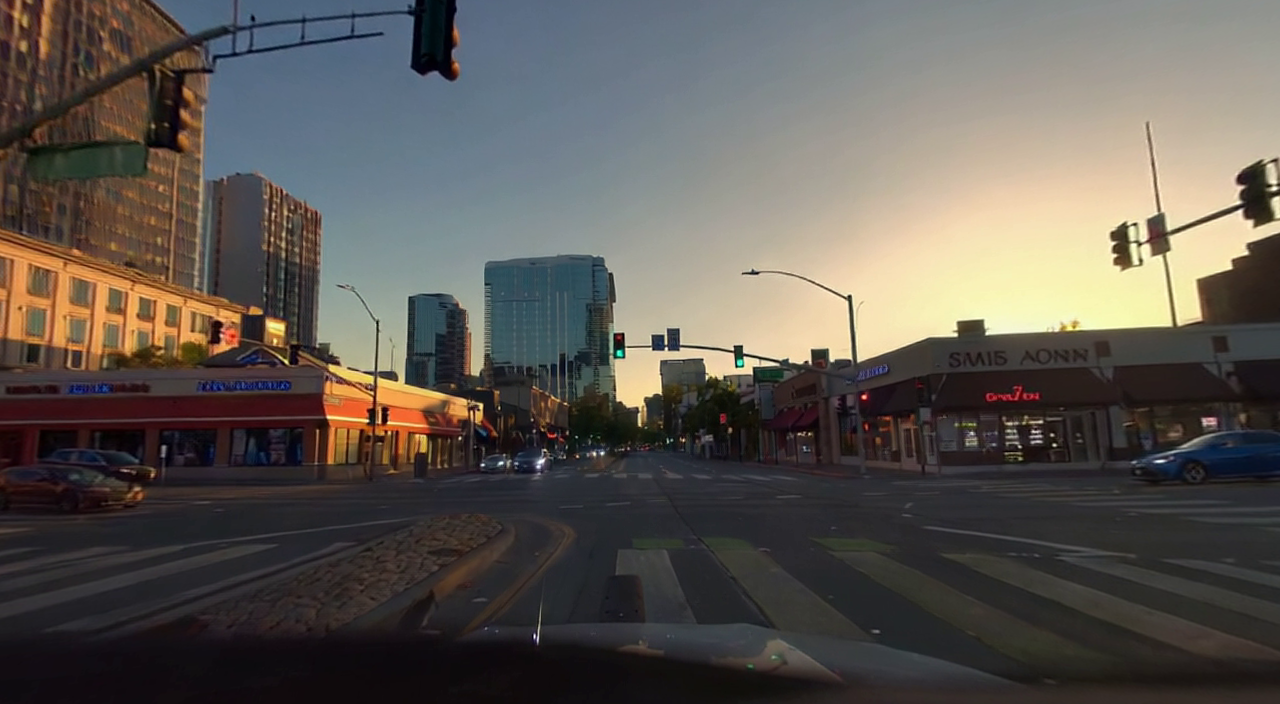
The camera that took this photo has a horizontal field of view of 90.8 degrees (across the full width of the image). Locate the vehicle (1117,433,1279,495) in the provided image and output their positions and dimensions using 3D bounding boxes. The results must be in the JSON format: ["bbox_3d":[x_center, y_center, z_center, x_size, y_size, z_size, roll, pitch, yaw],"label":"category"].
[{"bbox_3d":[15.434,2.843,16.197,4.651,1.463,1.880,-2,-9,8],"label":"vehicle"}]

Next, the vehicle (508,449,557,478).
[{"bbox_3d":[-6.754,7.055,40.180,2.181,1.703,4.512,-1,-9,2],"label":"vehicle"}]

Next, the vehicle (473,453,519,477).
[{"bbox_3d":[-9.820,7.734,43.431,2.106,1.505,4.228,0,-9,0],"label":"vehicle"}]

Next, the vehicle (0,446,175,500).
[{"bbox_3d":[-21.137,4.589,24.214,5.161,1.910,2.275,-2,-9,11],"label":"vehicle"}]
